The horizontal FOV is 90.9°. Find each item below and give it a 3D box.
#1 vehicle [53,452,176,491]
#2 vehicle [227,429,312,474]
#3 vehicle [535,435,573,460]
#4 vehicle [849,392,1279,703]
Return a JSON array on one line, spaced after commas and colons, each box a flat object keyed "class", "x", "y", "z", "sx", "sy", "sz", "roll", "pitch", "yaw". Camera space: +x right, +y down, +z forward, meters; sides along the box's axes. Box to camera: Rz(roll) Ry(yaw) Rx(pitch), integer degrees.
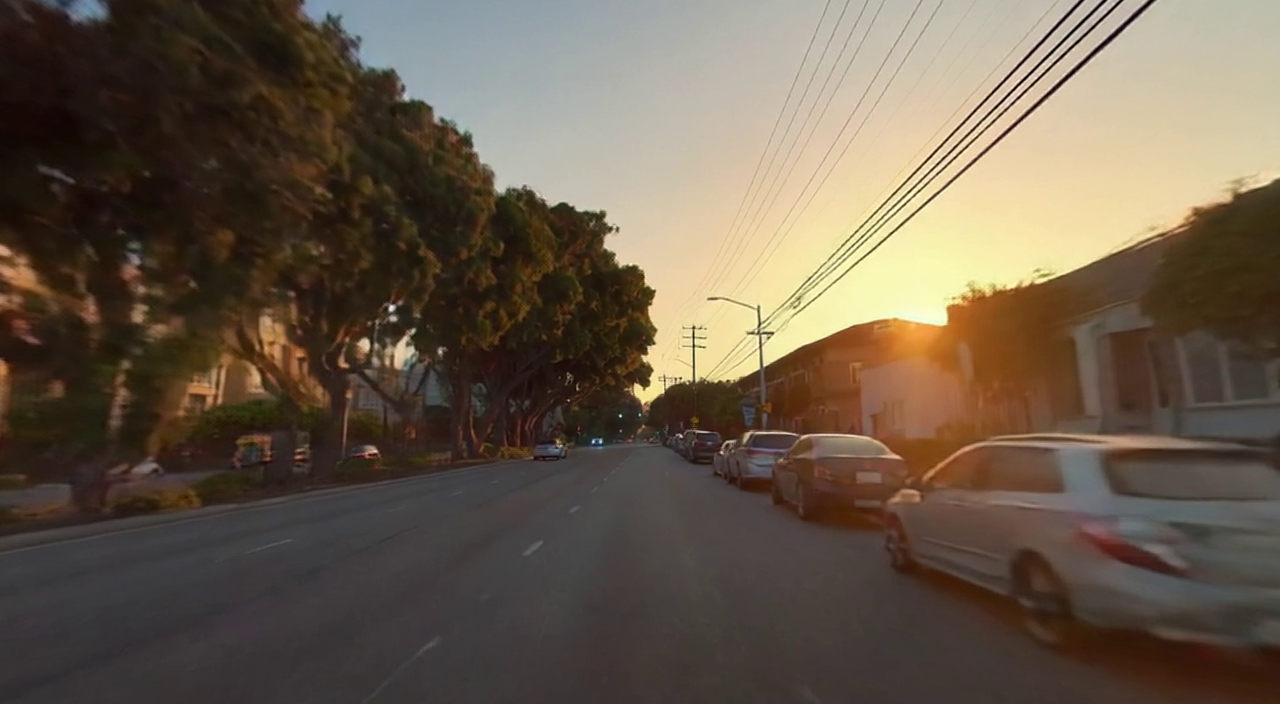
[{"class": "vehicle", "x": -25.778, "y": 5.819, "z": 31.188, "sx": 2.121, "sy": 1.699, "sz": 4.506, "roll": 0, "pitch": -8, "yaw": 0}, {"class": "vehicle", "x": -25.630, "y": 6.892, "z": 43.927, "sx": 2.223, "sy": 2.895, "sz": 5.824, "roll": 0, "pitch": -8, "yaw": 1}, {"class": "vehicle", "x": -6.074, "y": 6.795, "z": 45.164, "sx": 2.000, "sy": 1.671, "sz": 4.497, "roll": 0, "pitch": -8, "yaw": 1}, {"class": "vehicle", "x": 3.480, "y": 1.286, "z": 5.051, "sx": 2.048, "sy": 1.556, "sz": 4.753, "roll": 0, "pitch": -8, "yaw": 1}]
